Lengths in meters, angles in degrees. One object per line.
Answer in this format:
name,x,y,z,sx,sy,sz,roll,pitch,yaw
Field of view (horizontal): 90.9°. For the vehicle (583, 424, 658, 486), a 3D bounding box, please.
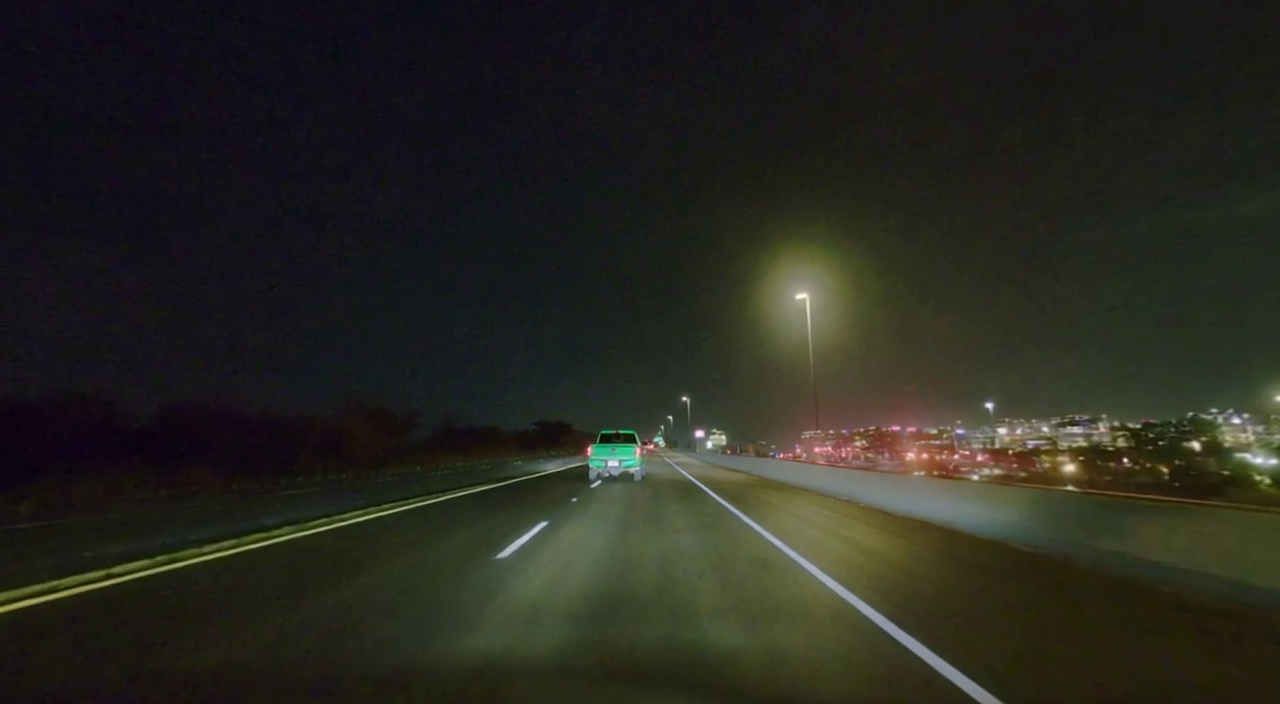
vehicle,-0.555,3.710,23.009,2.350,1.932,5.562,-1,-8,2
